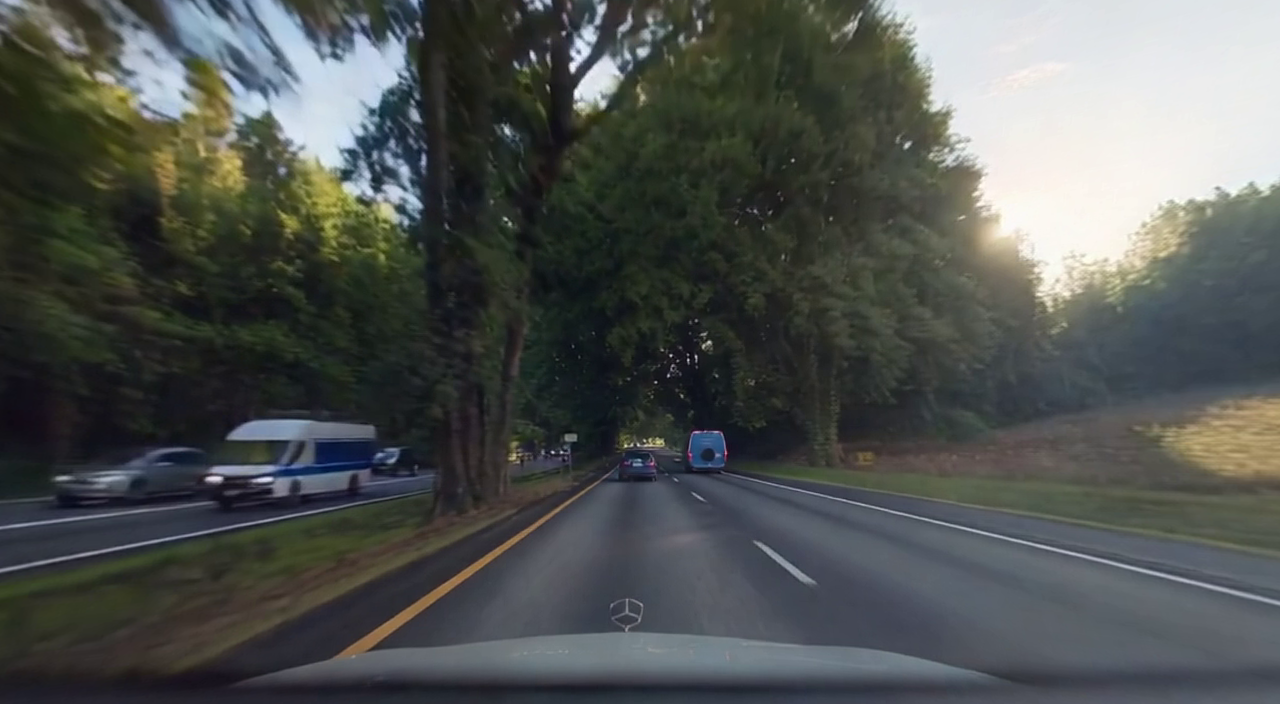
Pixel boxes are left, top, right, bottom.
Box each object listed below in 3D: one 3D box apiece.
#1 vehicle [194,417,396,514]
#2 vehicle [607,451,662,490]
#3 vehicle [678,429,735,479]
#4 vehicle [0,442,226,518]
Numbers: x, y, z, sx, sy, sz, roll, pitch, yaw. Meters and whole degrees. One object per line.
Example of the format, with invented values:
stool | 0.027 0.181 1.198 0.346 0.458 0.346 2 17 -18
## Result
vehicle | -7.768 2.627 14.964 2.023 1.871 4.993 0 -9 -1
vehicle | -0.201 4.722 25.501 2.037 1.417 3.885 0 -9 0
vehicle | 3.726 5.869 36.427 2.513 2.633 5.930 0 -9 -1
vehicle | -11.484 2.778 14.157 1.752 1.442 3.808 0 -9 0
